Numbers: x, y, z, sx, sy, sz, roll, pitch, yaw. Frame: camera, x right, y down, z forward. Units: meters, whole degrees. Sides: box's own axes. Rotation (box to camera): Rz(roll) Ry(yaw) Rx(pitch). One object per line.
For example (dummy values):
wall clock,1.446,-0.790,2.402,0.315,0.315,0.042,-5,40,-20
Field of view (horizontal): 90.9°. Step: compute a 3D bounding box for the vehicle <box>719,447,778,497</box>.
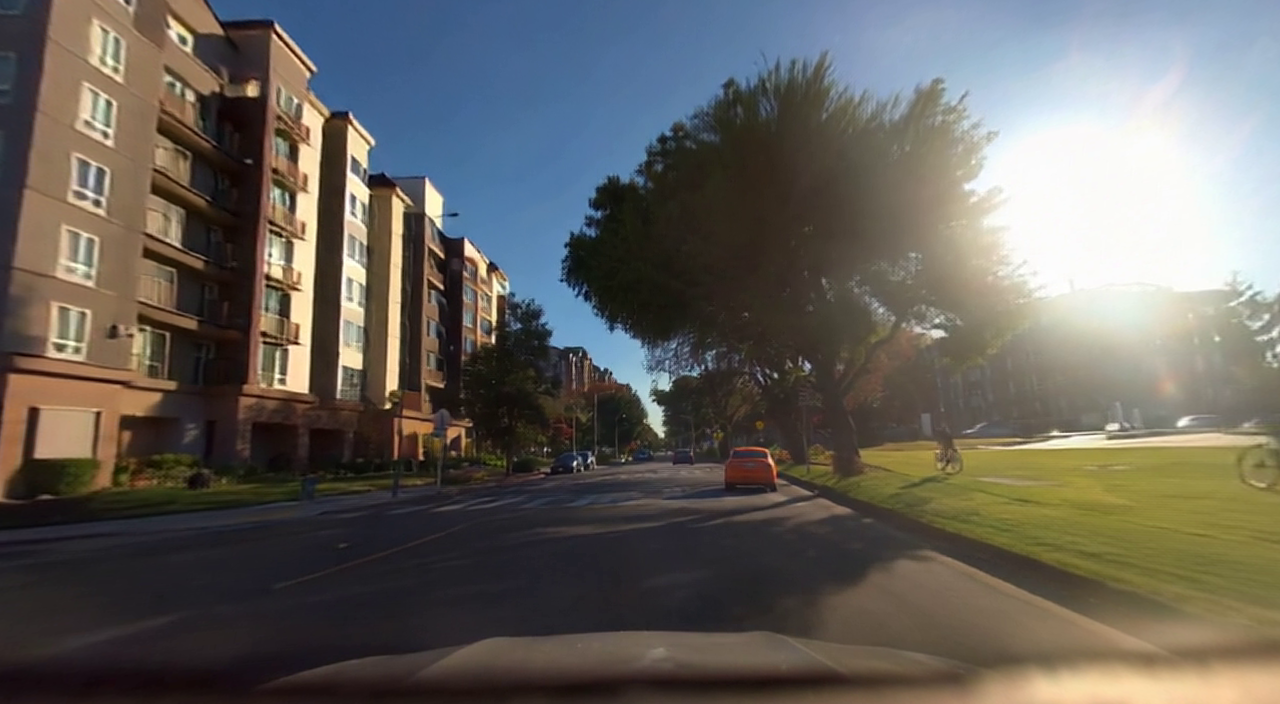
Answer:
vehicle,3.388,3.794,20.053,1.559,1.351,2.452,-5,-10,5
